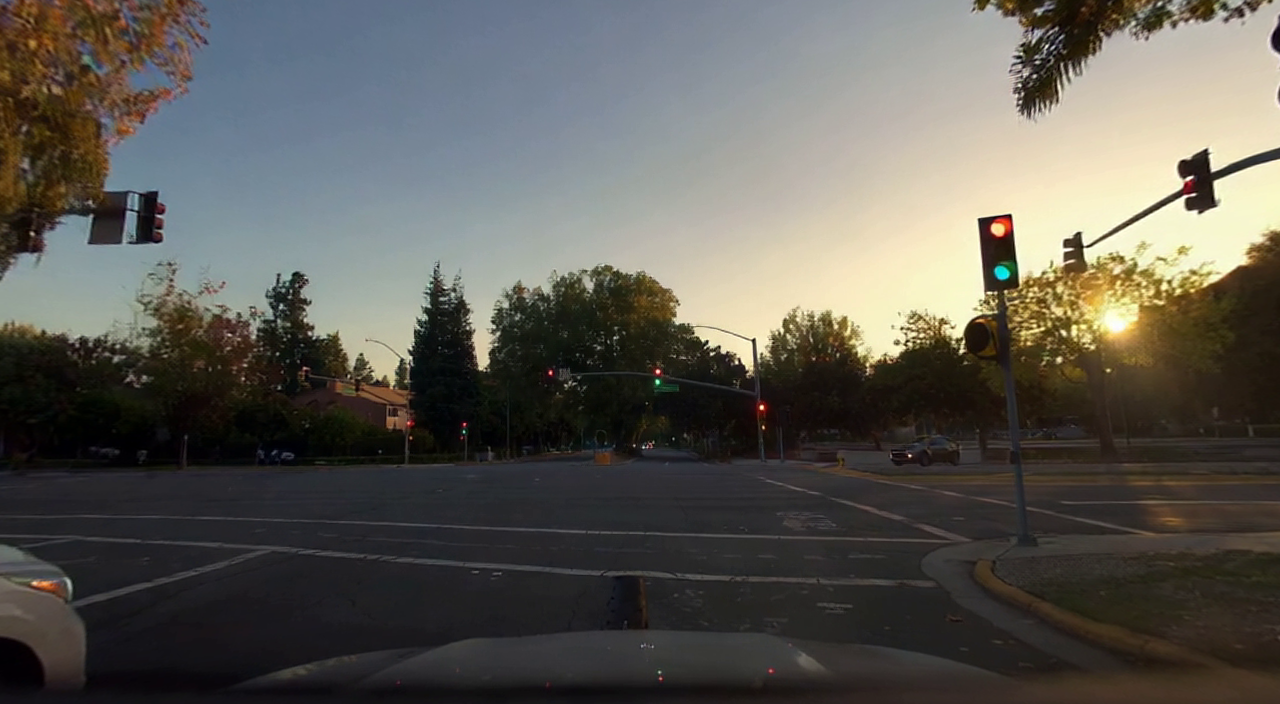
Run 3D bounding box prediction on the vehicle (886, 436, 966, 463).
[{"bbox_3d":[16.086,5.511,35.591,3.952,1.468,1.768,-4,-9,22],"label":"vehicle"}]
